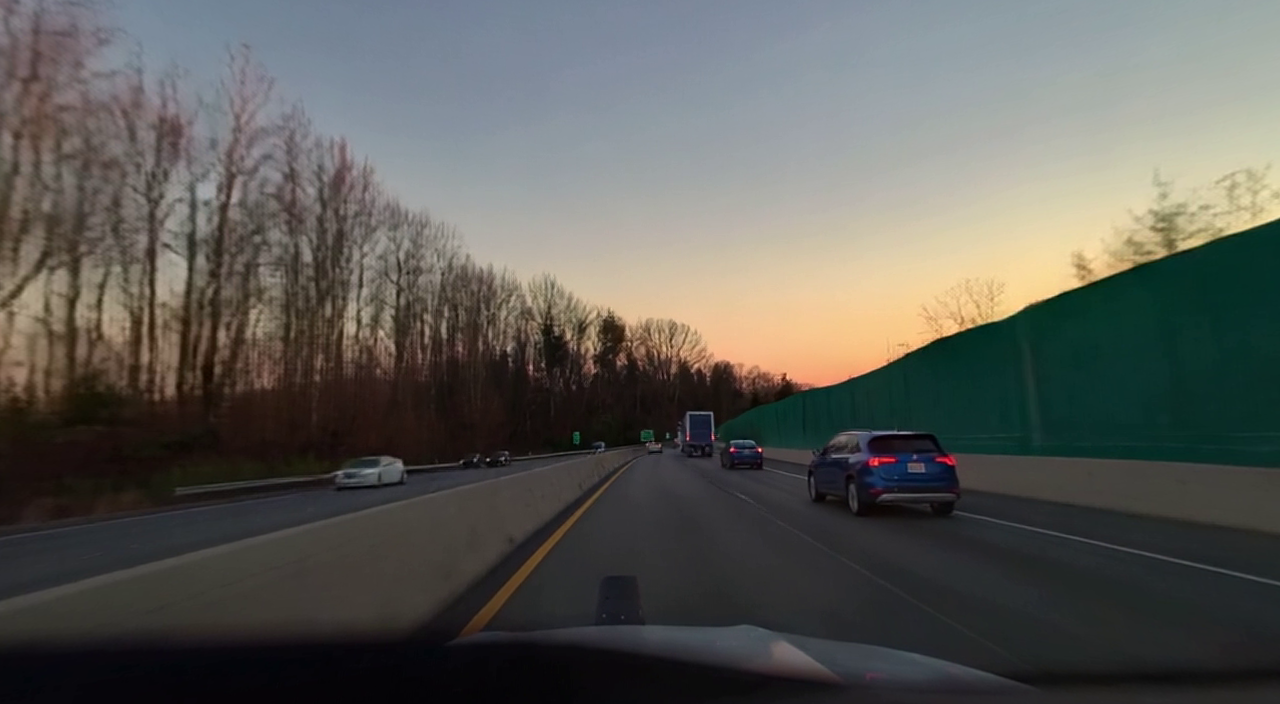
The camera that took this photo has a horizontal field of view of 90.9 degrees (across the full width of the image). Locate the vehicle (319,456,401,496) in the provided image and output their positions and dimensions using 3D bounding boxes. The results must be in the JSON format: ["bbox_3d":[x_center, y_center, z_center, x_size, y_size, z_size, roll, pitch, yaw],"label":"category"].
[{"bbox_3d":[-11.739,5.205,26.697,1.810,1.481,3.837,1,-8,-2],"label":"vehicle"}]

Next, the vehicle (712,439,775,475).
[{"bbox_3d":[4.539,4.670,28.330,2.000,1.473,4.440,0,-8,-1],"label":"vehicle"}]

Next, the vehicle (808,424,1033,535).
[{"bbox_3d":[4.493,2.082,10.906,1.940,1.539,4.005,1,-8,-2],"label":"vehicle"}]
